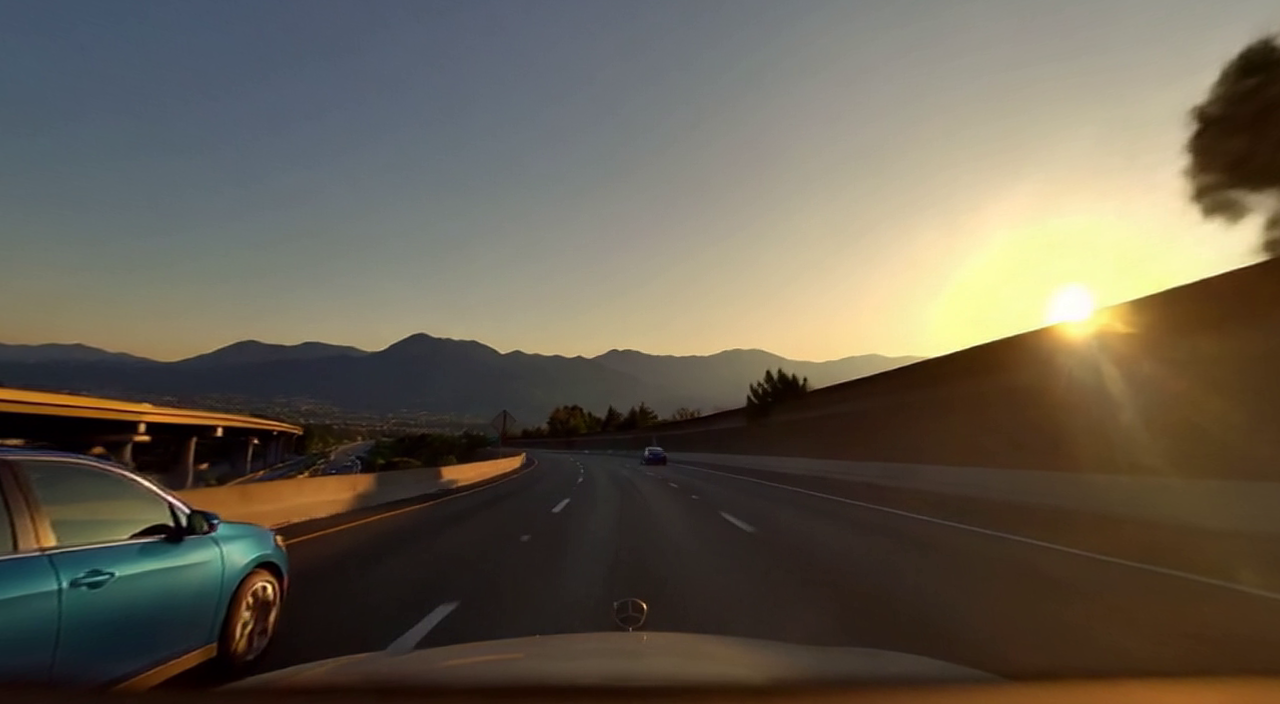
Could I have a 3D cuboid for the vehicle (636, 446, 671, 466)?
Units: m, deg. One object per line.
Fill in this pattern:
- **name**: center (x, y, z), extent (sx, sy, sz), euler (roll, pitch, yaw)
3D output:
- **vehicle**: center (0.973, 8.131, 49.463), extent (1.985, 1.440, 4.466), euler (1, -9, -9)
